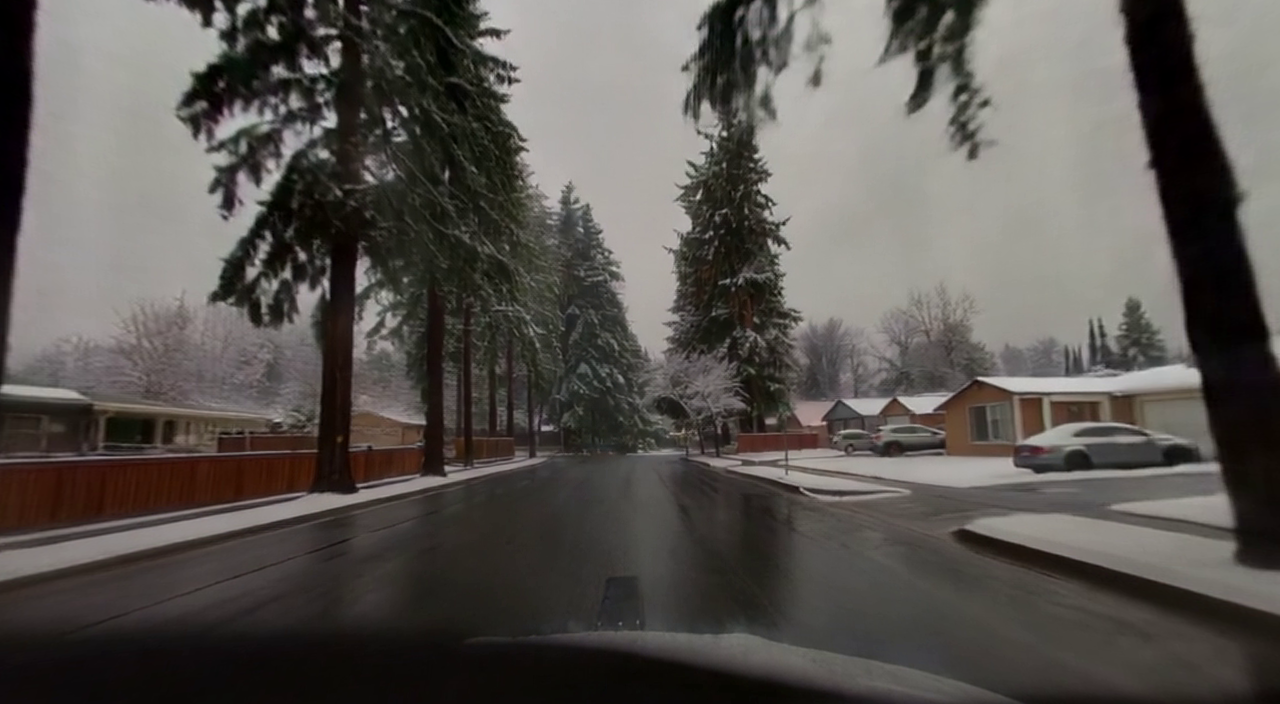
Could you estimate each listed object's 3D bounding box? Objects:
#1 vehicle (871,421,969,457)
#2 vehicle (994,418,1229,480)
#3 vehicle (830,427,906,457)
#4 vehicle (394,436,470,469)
[{"bbox_3d":[14.249,4.477,32.390,4.261,1.725,1.955,-2,-9,14],"label":"vehicle"},{"bbox_3d":[11.740,2.456,15.990,4.415,1.457,1.797,0,-8,1],"label":"vehicle"},{"bbox_3d":[12.871,5.117,35.875,3.780,1.601,2.025,-2,-9,13],"label":"vehicle"},{"bbox_3d":[-12.737,6.104,38.529,4.656,1.835,2.039,-6,-11,37],"label":"vehicle"}]
